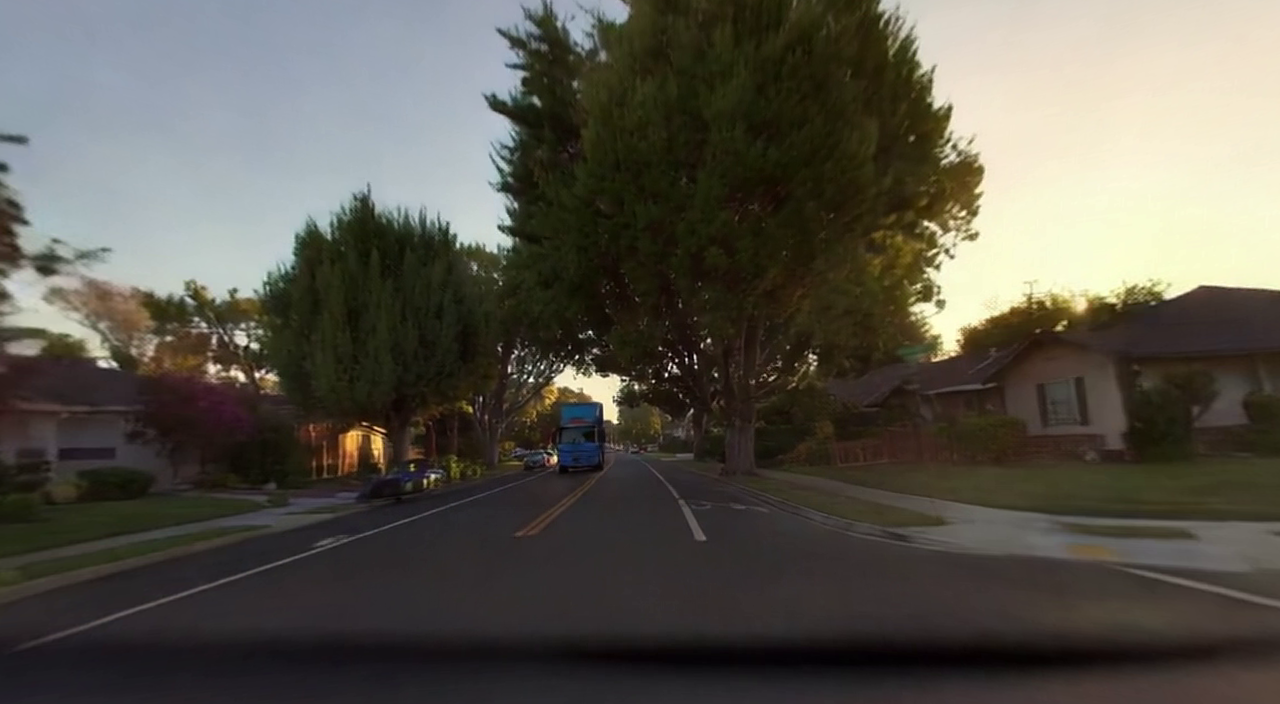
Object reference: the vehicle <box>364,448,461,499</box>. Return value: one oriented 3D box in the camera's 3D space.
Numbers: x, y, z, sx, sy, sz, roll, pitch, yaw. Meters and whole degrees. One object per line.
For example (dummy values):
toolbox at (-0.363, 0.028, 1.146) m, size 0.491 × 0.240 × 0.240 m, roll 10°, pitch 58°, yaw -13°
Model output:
vehicle at (-8.944, 4.776, 25.321) m, size 2.119 × 1.775 × 4.643 m, roll 0°, pitch -9°, yaw 0°

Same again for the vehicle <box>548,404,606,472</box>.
vehicle at (-4.088, 6.048, 43.823) m, size 3.133 × 4.112 × 10.695 m, roll 0°, pitch -9°, yaw -1°
